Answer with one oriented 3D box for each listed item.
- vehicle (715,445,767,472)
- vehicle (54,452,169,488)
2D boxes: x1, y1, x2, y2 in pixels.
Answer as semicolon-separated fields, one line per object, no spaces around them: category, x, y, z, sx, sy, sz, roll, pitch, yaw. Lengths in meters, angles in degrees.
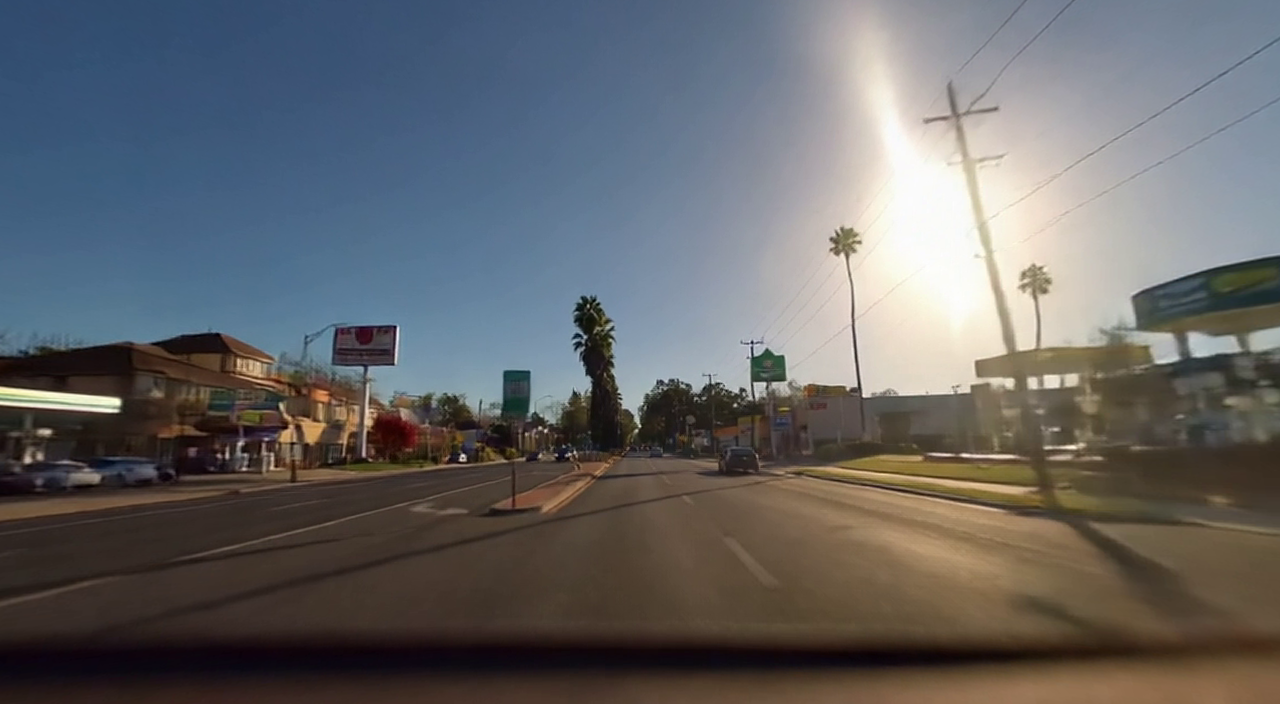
vehicle;5.952;6.349;37.772;2.261;1.479;4.403;0;-9;-2
vehicle;-27.758;6.190;33.419;2.113;1.684;4.498;-1;-9;1
